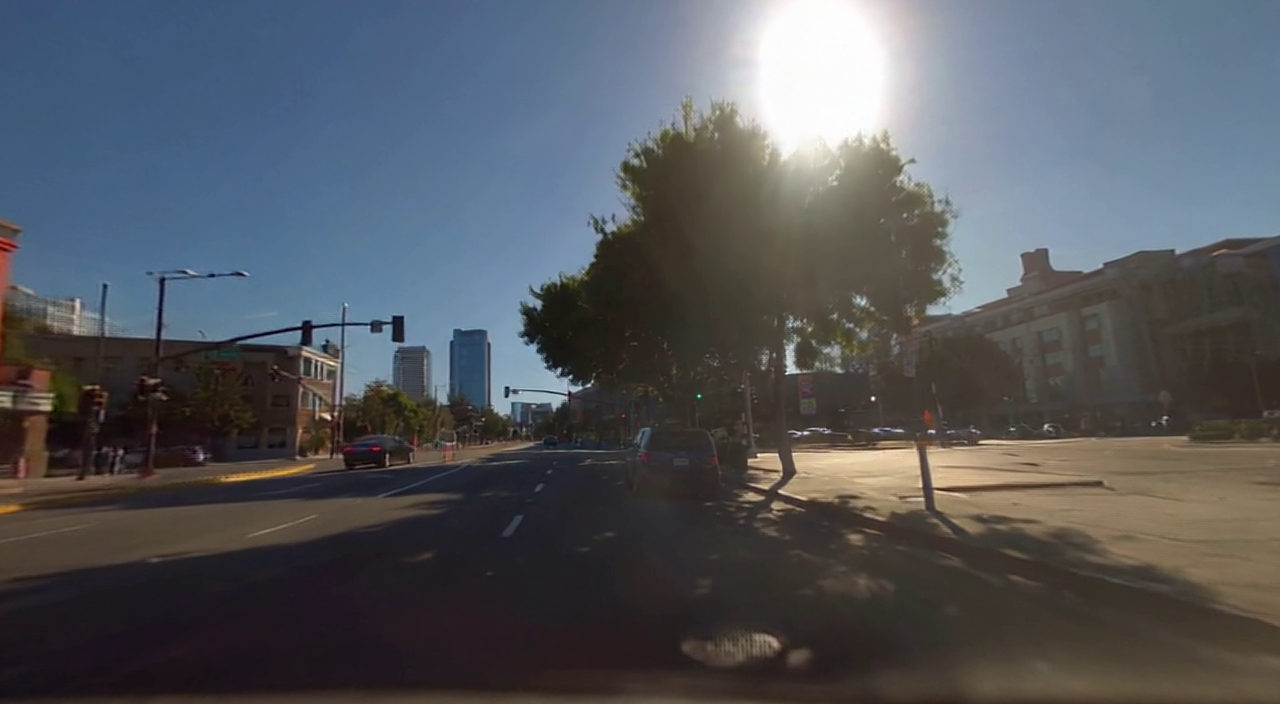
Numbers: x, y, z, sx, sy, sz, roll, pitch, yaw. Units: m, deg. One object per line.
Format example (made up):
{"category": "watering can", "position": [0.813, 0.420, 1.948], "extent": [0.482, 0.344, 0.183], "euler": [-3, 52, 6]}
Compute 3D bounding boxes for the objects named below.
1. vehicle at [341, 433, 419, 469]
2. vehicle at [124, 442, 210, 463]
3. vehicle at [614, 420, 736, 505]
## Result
{"category": "vehicle", "position": [-11.496, 4.391, 28.252], "extent": [1.924, 1.458, 4.448], "euler": [1, -8, -5]}
{"category": "vehicle", "position": [-35.521, 7.532, 47.540], "extent": [4.692, 1.476, 1.992], "euler": [1, -8, -6]}
{"category": "vehicle", "position": [0.611, 2.510, 14.772], "extent": [2.230, 1.683, 4.204], "euler": [1, -8, -5]}
